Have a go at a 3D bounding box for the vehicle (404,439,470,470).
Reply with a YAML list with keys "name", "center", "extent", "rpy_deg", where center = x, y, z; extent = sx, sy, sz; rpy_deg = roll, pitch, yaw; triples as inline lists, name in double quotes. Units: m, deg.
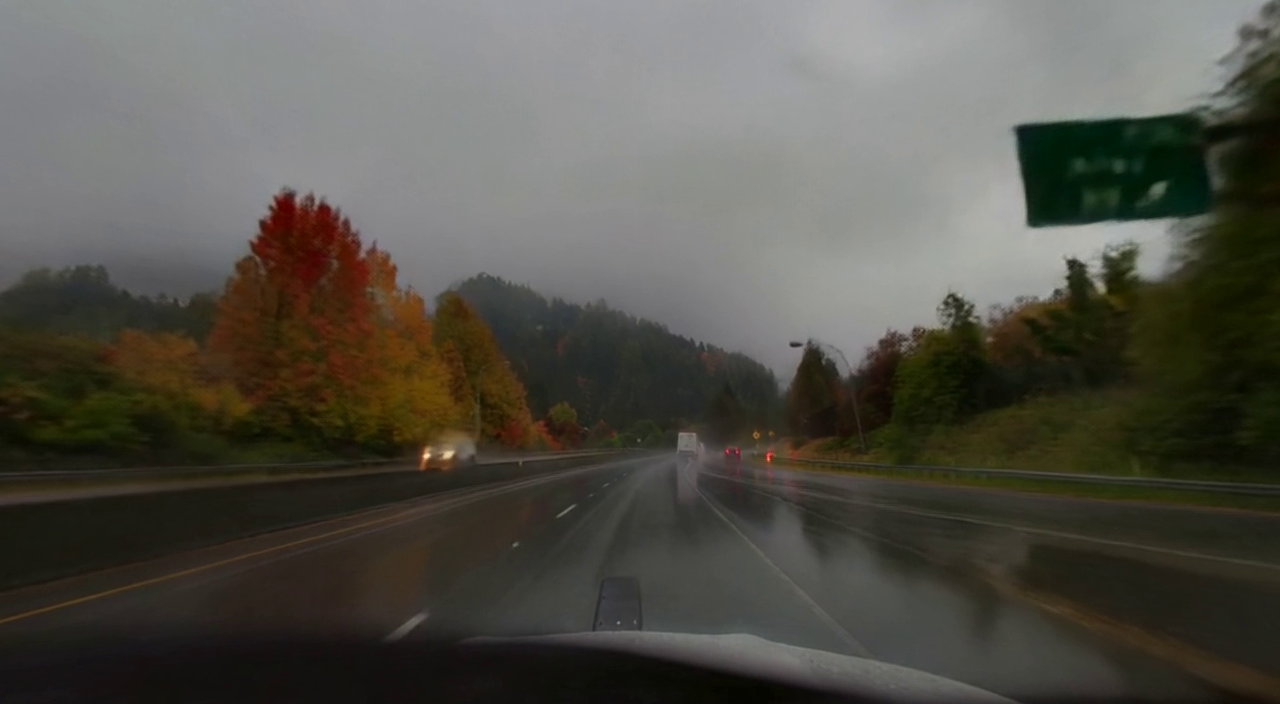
- name: "vehicle"
  center: [-13.382, 6.803, 41.728]
  extent: [2.089, 1.939, 5.262]
  rpy_deg: [-1, -9, 7]
